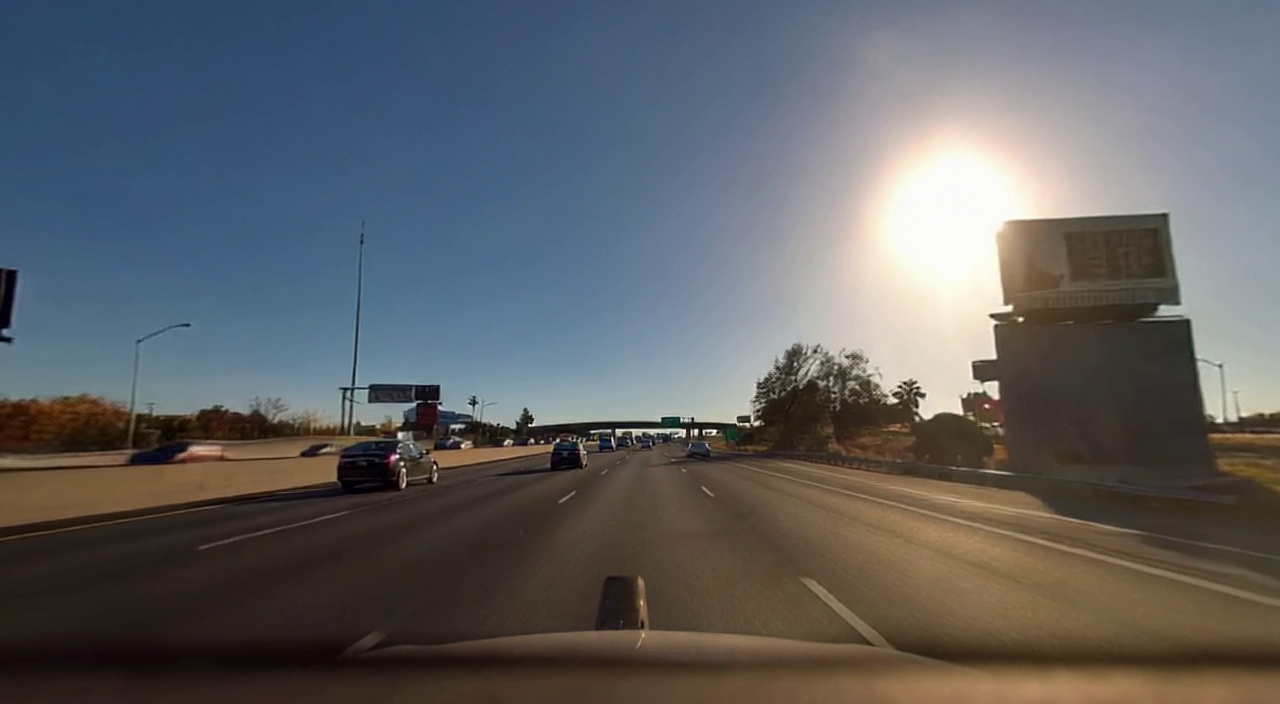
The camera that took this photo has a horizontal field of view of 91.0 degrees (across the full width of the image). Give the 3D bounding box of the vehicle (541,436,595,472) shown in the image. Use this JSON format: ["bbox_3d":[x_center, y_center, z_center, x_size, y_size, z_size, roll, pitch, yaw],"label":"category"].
[{"bbox_3d":[-3.341,4.856,30.114,2.001,1.577,4.055,0,-9,1],"label":"vehicle"}]

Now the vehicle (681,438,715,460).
[{"bbox_3d":[4.254,7.252,46.903,2.135,1.532,4.506,0,-9,0],"label":"vehicle"}]

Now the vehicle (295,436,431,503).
[{"bbox_3d":[-7.058,3.017,16.514,1.865,1.518,3.620,0,-9,1],"label":"vehicle"}]

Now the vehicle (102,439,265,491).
[{"bbox_3d":[-15.445,3.832,21.729,1.928,1.549,4.799,0,-9,2],"label":"vehicle"}]
